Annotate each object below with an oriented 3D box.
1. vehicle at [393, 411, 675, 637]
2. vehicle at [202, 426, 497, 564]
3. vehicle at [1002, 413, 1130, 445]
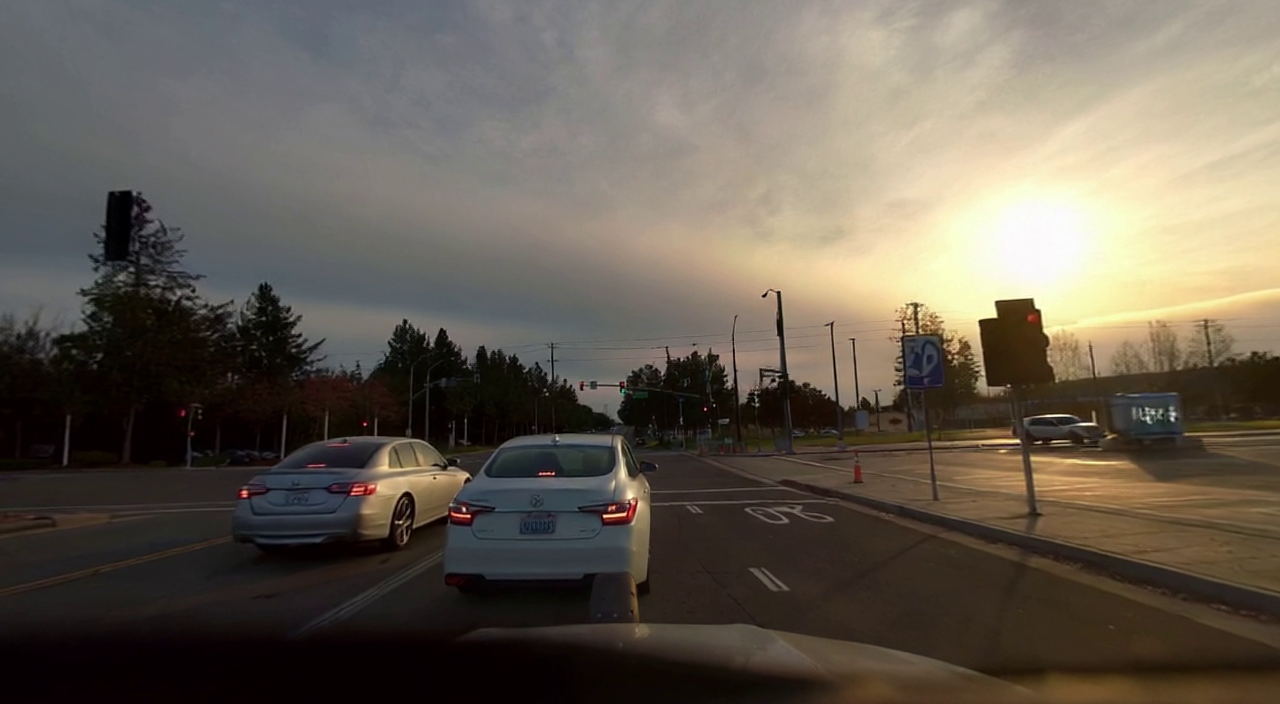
[{"bbox_3d":[-0.648,1.495,6.574,1.916,1.510,4.447,0,-8,2],"label":"vehicle"},{"bbox_3d":[-3.754,1.931,9.402,1.995,1.506,4.773,0,-8,2],"label":"vehicle"},{"bbox_3d":[21.163,3.859,31.548,4.874,1.502,2.048,0,-8,0],"label":"vehicle"}]
